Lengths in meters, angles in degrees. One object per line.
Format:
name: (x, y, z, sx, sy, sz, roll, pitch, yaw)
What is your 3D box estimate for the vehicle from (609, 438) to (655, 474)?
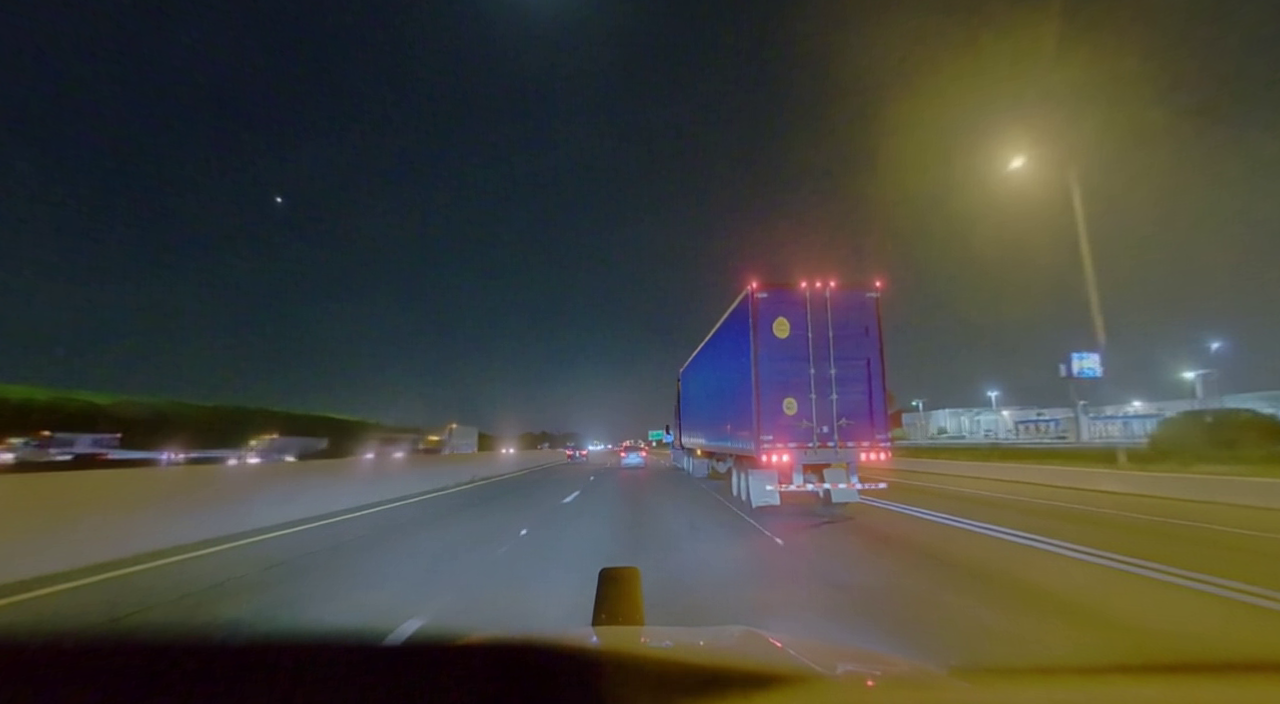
vehicle: (-0.412, 5.245, 32.083, 2.191, 1.685, 4.015, 0, -9, 0)

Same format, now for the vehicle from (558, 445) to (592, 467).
vehicle: (-4.594, 7.385, 45.098, 1.995, 1.491, 4.317, 0, -9, 0)

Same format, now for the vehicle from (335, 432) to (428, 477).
vehicle: (-13.314, 5.363, 33.109, 2.323, 2.123, 5.905, 0, -9, 0)

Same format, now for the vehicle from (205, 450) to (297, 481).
vehicle: (-20.378, 5.930, 33.332, 1.867, 1.496, 4.627, 0, -9, 0)

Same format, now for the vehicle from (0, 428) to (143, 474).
vehicle: (-40.305, 6.980, 44.583, 7.735, 2.972, 2.679, 5, -10, -31)

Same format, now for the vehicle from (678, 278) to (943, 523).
vehicle: (3.287, 1.964, 18.556, 2.996, 4.123, 15.965, 0, -9, -1)
